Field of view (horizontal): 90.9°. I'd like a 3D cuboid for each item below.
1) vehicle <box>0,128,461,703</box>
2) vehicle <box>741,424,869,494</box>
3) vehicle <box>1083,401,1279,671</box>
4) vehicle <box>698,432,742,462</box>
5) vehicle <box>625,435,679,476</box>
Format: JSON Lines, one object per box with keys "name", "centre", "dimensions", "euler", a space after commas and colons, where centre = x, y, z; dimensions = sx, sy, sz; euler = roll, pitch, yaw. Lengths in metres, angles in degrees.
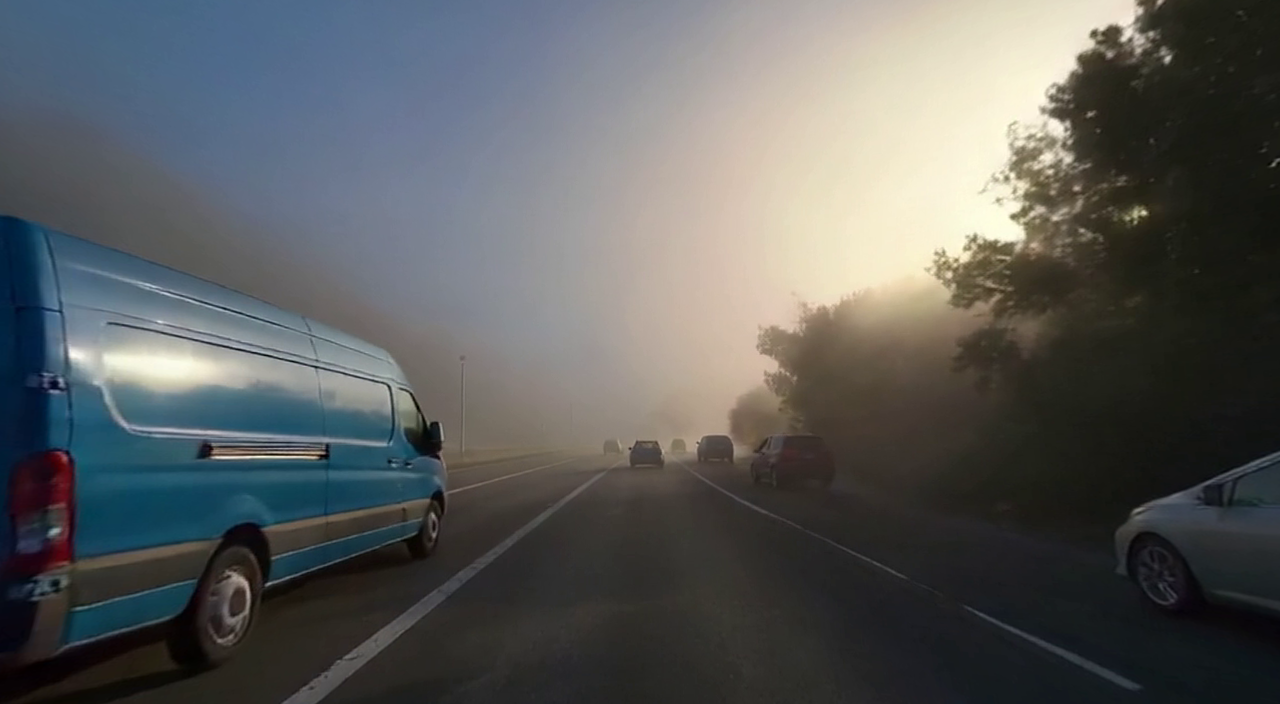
{"name": "vehicle", "centre": [-3.597, 0.772, 5.452], "dimensions": [2.396, 2.664, 5.735], "euler": [-1, -9, 0]}
{"name": "vehicle", "centre": [4.378, 2.930, 17.539], "dimensions": [2.270, 1.660, 4.101], "euler": [-1, -9, -2]}
{"name": "vehicle", "centre": [4.613, 0.899, 2.793], "dimensions": [2.050, 1.491, 4.362], "euler": [-1, -9, -1]}
{"name": "vehicle", "centre": [5.305, 6.406, 42.554], "dimensions": [2.229, 1.837, 4.710], "euler": [-1, -9, -2]}
{"name": "vehicle", "centre": [0.451, 4.245, 25.902], "dimensions": [2.054, 1.504, 3.890], "euler": [-1, -9, 0]}
